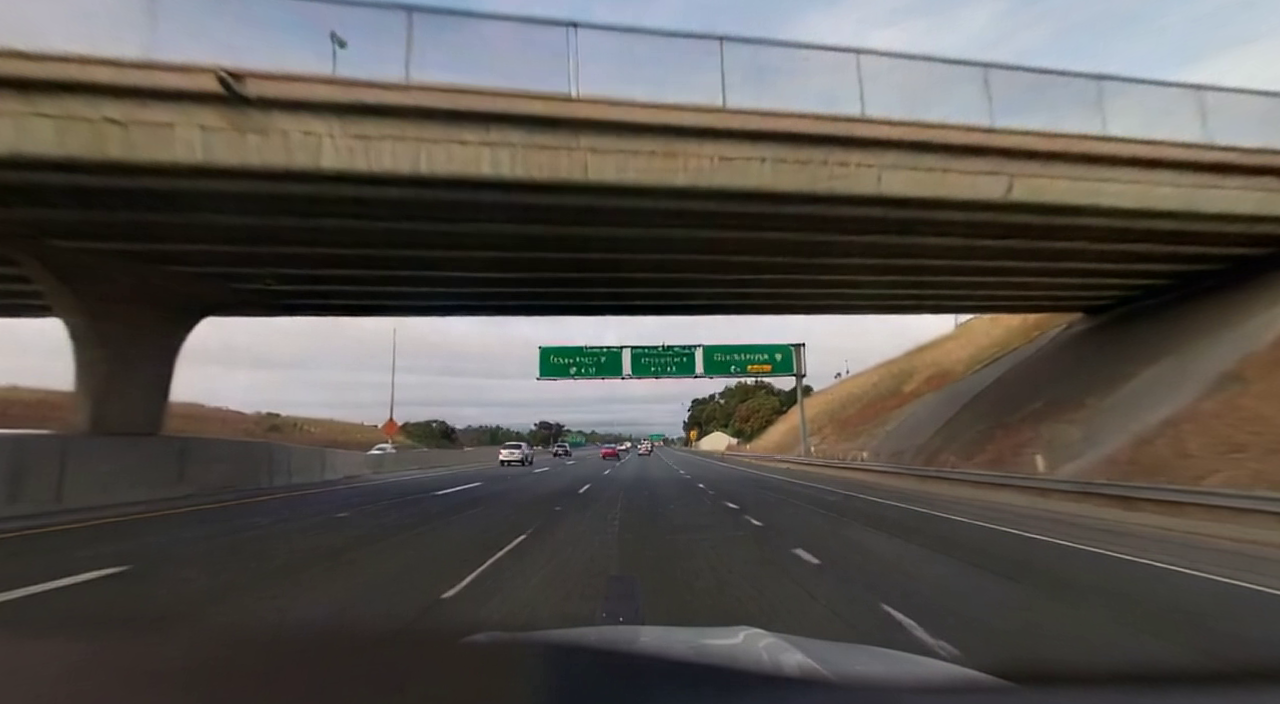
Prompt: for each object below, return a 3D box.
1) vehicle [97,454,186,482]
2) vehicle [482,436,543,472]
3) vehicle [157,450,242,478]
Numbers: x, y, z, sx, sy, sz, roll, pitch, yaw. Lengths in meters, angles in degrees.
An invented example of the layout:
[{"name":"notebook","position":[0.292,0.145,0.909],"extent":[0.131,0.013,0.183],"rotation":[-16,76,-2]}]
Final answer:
[{"name":"vehicle","position":[-30.934,7.184,39.248],"extent":[1.903,1.531,4.456],"rotation":[0,-9,0]},{"name":"vehicle","position":[-7.418,5.990,37.233],"extent":[2.341,1.959,5.684],"rotation":[0,-9,1]},{"name":"vehicle","position":[-27.374,6.949,39.324],"extent":[1.929,1.631,4.603],"rotation":[0,-9,1]}]
